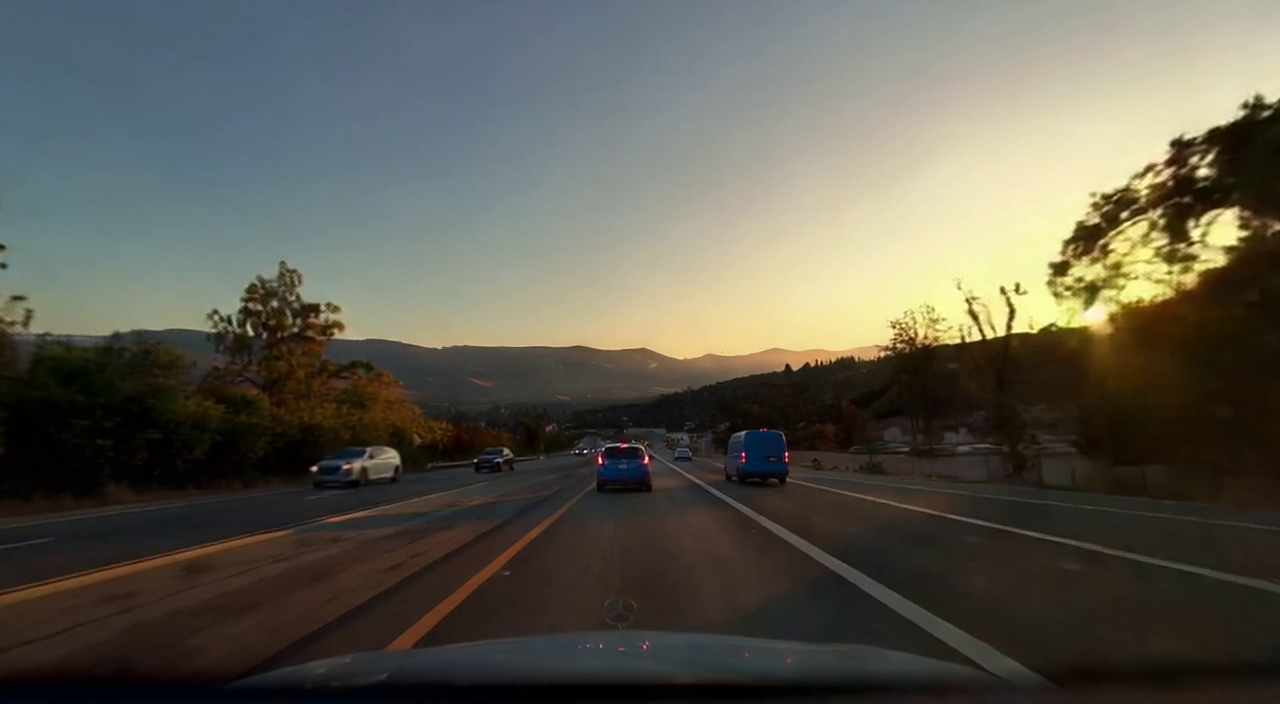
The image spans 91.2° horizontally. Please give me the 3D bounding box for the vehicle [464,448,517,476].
[{"bbox_3d":[-8.563,6.314,36.233,1.989,1.524,4.405,0,-9,0],"label":"vehicle"}]

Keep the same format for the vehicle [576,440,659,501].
[{"bbox_3d":[-0.559,3.211,17.319,2.029,1.483,3.769,0,-9,0],"label":"vehicle"}]

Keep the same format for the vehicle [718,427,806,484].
[{"bbox_3d":[4.488,3.920,23.909,2.261,1.952,4.784,0,-9,-1],"label":"vehicle"}]

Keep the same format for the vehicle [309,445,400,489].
[{"bbox_3d":[-12.606,5.077,28.015,1.979,1.807,4.353,0,-9,0],"label":"vehicle"}]
